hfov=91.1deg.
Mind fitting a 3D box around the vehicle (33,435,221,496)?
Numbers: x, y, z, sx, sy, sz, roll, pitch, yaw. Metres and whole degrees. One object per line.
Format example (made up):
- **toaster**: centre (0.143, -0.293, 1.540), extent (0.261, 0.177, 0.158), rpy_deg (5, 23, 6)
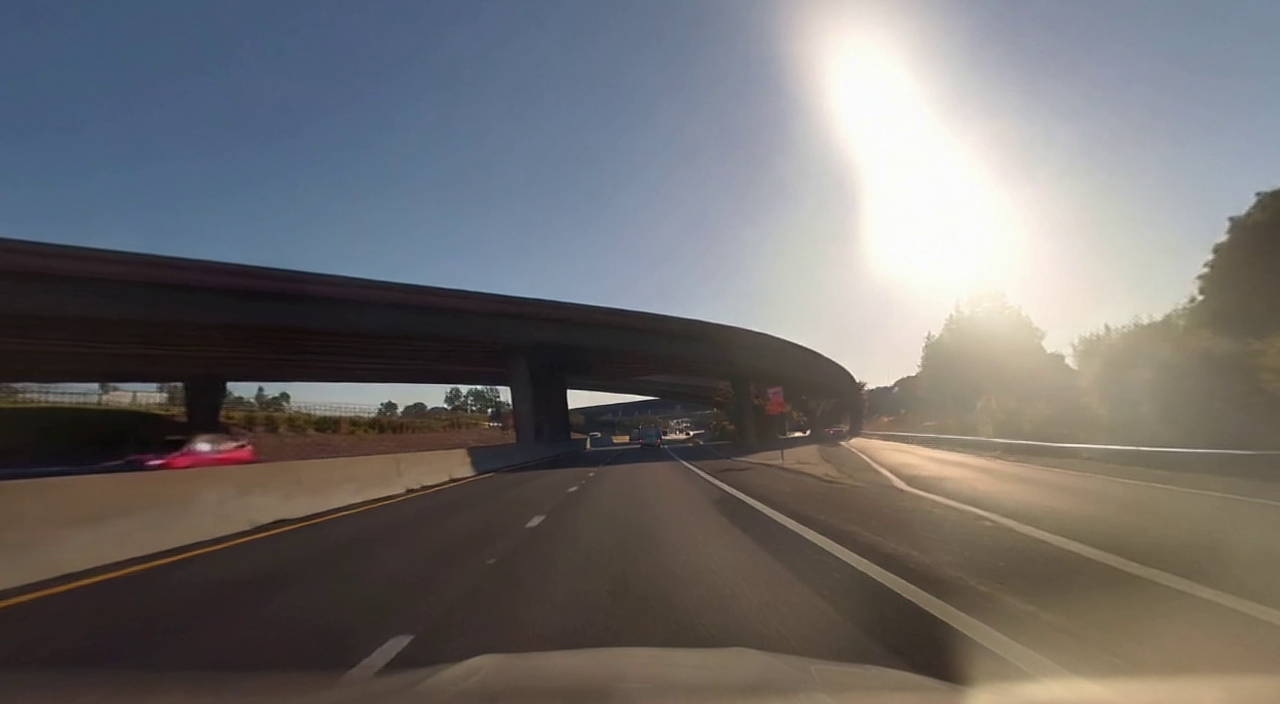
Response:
- **vehicle**: centre (-14.082, 3.103, 17.624), extent (1.828, 1.495, 4.024), rpy_deg (0, -8, 0)
